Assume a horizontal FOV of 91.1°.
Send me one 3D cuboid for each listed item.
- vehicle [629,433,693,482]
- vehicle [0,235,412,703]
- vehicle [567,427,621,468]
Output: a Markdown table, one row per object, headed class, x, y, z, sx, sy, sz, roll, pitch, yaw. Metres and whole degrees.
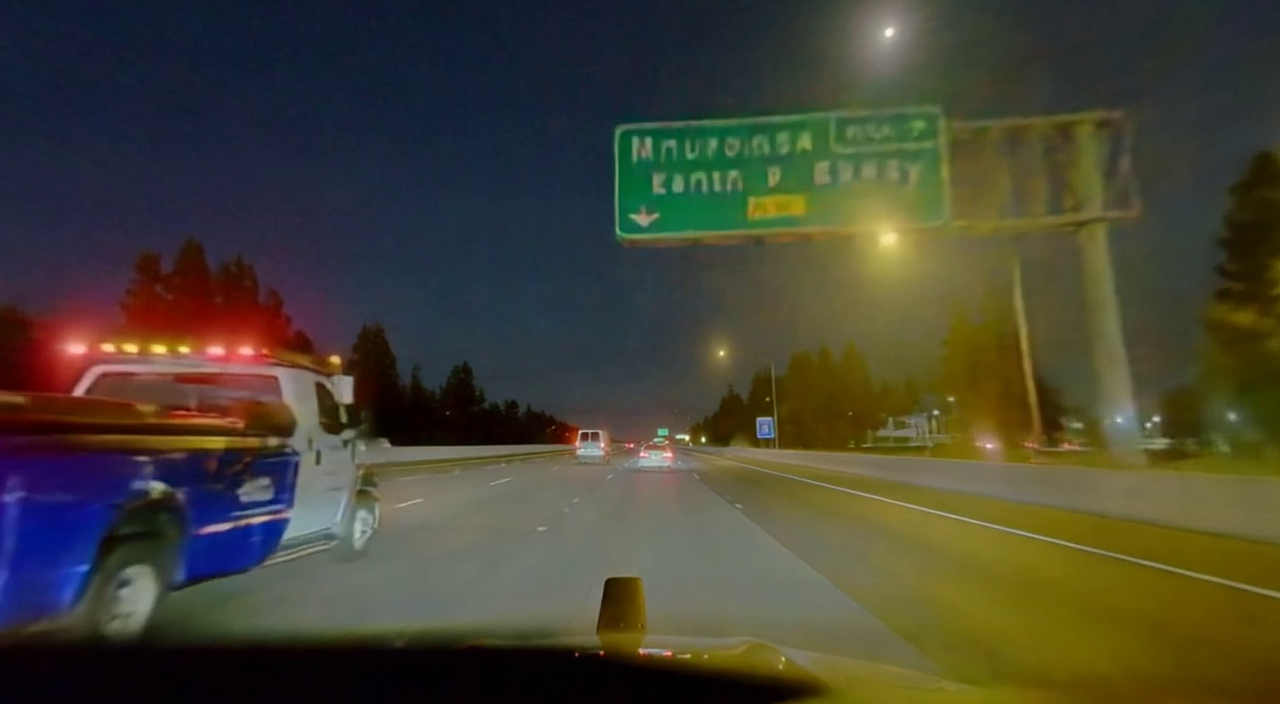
| class | x | y | z | sx | sy | sz | roll | pitch | yaw |
| --- | --- | --- | --- | --- | --- | --- | --- | --- | --- |
| vehicle | 0.731 | 3.922 | 23.614 | 2.165 | 1.653 | 4.456 | 0 | -8 | 0 |
| vehicle | -3.738 | 0.806 | 4.175 | 2.292 | 2.070 | 5.532 | 0 | -8 | 1 |
| vehicle | -2.532 | 5.440 | 35.900 | 2.526 | 2.146 | 5.594 | 0 | -8 | 1 |
